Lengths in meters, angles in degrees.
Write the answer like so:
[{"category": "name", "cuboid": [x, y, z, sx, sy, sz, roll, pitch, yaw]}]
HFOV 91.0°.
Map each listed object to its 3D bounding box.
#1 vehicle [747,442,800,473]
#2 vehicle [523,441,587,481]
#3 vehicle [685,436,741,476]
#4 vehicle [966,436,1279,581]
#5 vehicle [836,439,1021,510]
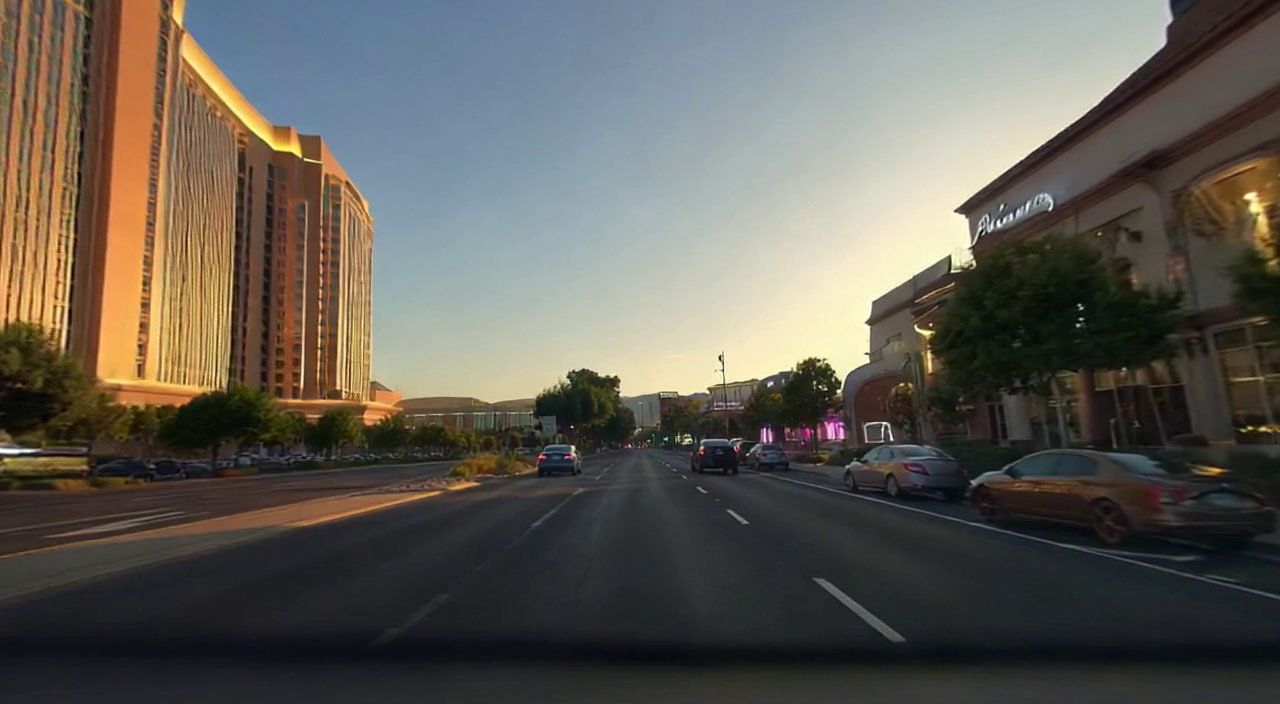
[{"category": "vehicle", "cuboid": [6.893, 5.498, 32.988, 1.876, 1.478, 4.670, 0, -8, 1]}, {"category": "vehicle", "cuboid": [-3.382, 4.426, 25.917, 2.005, 1.477, 4.169, 0, -8, 1]}, {"category": "vehicle", "cuboid": [3.392, 4.951, 30.271, 2.083, 1.743, 4.354, 0, -8, -1]}, {"category": "vehicle", "cuboid": [6.920, 1.946, 8.870, 1.968, 1.455, 4.844, 0, -8, -1]}, {"category": "vehicle", "cuboid": [6.881, 2.959, 15.766, 2.302, 1.480, 4.696, 0, -8, -1]}]
